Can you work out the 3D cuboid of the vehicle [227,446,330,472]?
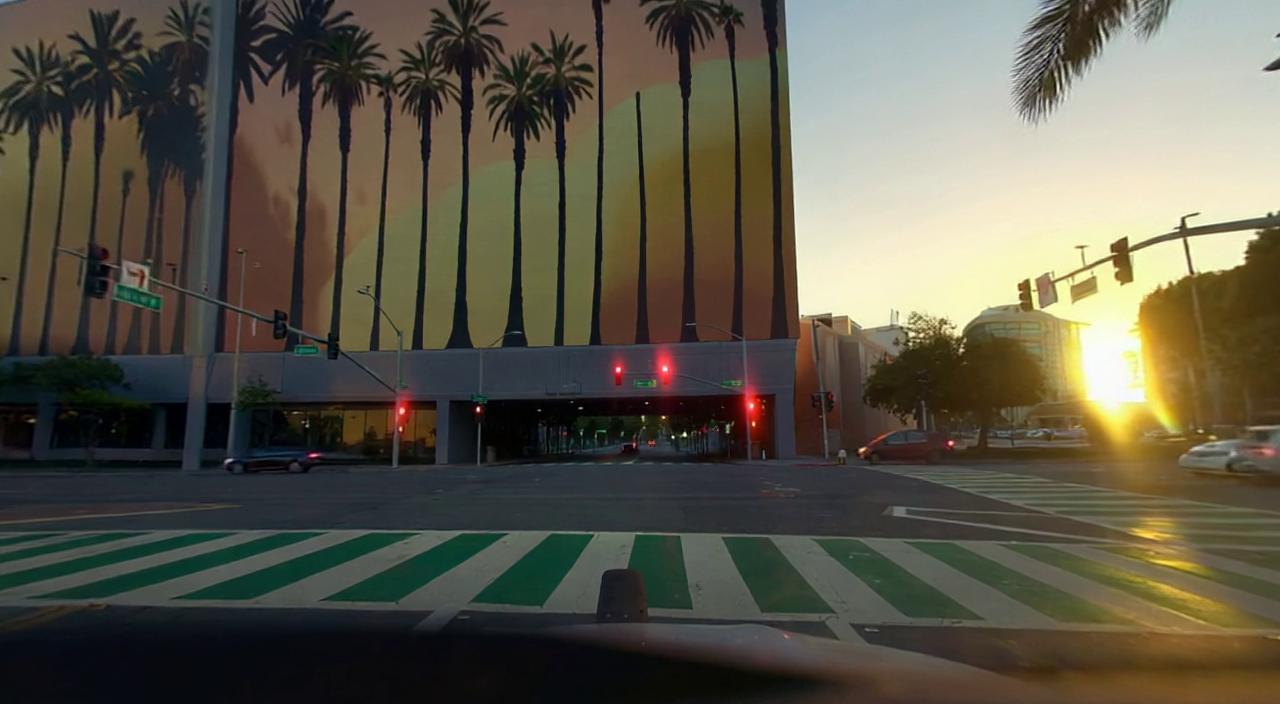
[{"bbox_3d":[-21.178,6.287,37.013,4.893,1.458,1.791,0,-8,-1],"label":"vehicle"}]

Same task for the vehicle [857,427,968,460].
[{"bbox_3d":[15.944,5.385,37.104,5.477,1.880,2.125,0,-8,1],"label":"vehicle"}]

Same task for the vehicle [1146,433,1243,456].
[{"bbox_3d":[36.186,6.026,41.225,4.606,1.449,1.687,0,-8,2],"label":"vehicle"}]

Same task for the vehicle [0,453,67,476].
[{"bbox_3d":[-41.633,7.607,42.794,3.698,1.508,1.779,0,-8,1],"label":"vehicle"}]

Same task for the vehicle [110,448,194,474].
[{"bbox_3d":[-33.060,7.400,42.779,4.136,1.661,1.857,0,-8,0],"label":"vehicle"}]
